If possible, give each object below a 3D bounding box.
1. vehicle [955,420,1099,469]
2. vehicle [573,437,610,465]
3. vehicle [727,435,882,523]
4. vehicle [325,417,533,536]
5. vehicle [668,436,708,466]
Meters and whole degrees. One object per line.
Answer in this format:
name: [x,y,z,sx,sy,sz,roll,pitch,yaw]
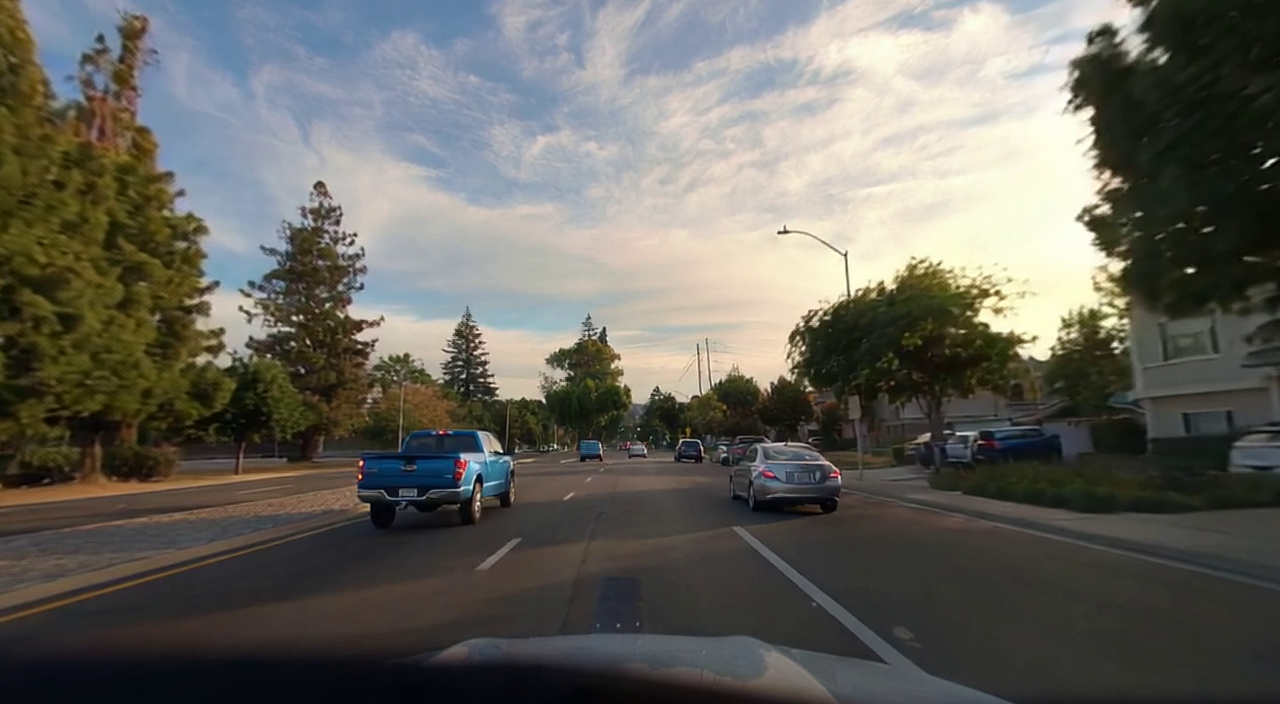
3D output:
vehicle: [15.071,3.636,24.785,4.320,1.792,1.989,0,-8,-1]
vehicle: [-3.354,6.879,44.197,2.218,1.829,4.492,0,-8,0]
vehicle: [3.080,2.452,12.823,1.884,1.463,4.195,0,-8,-2]
vehicle: [-3.596,2.232,12.101,2.111,1.745,5.274,0,-8,1]
vehicle: [3.098,6.490,41.630,2.099,1.845,4.363,0,-8,-2]
